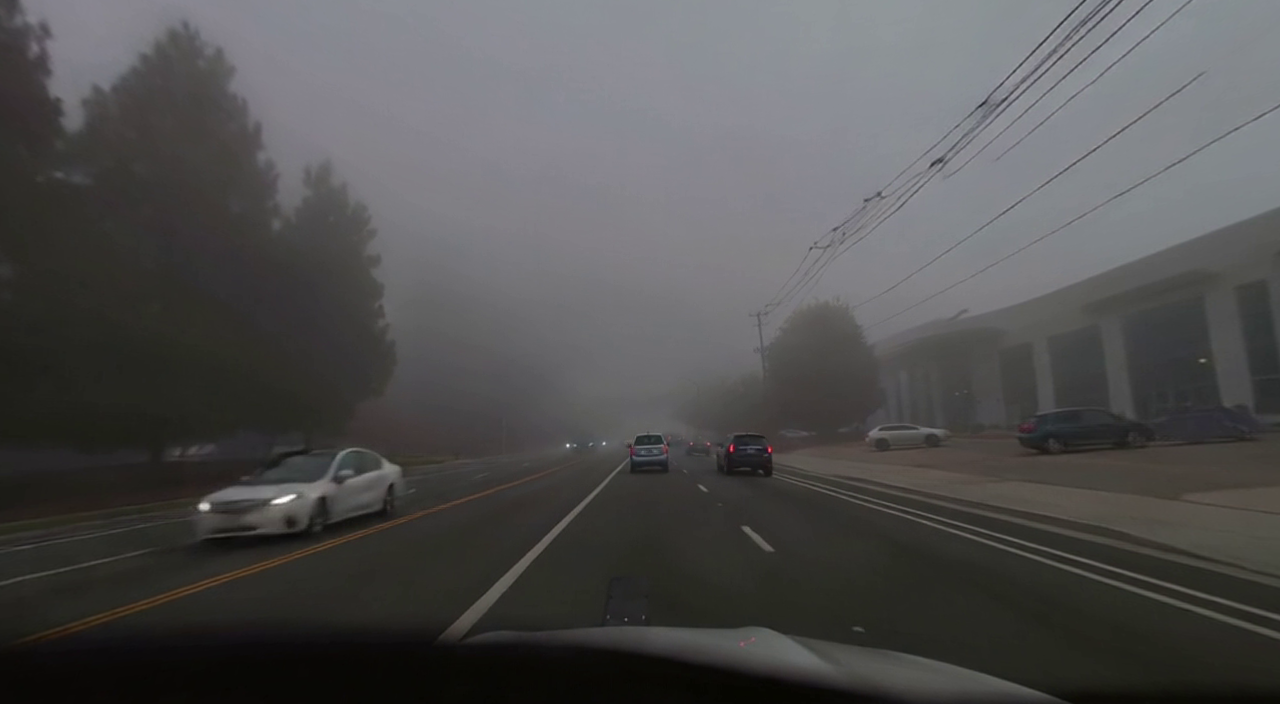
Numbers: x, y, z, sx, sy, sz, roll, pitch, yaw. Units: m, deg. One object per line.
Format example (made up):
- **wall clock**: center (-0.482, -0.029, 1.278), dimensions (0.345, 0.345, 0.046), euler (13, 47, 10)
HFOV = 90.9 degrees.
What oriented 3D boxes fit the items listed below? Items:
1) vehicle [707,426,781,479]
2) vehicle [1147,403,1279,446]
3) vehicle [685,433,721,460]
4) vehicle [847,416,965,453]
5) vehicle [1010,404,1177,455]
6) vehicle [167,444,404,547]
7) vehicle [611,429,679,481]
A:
- **vehicle**: center (3.588, 3.559, 22.465), dimensions (1.914, 1.698, 4.049), euler (0, -8, 0)
- **vehicle**: center (21.656, 2.657, 22.983), dimensions (4.641, 1.477, 1.844), euler (-1, -8, 0)
- **vehicle**: center (4.225, 6.383, 42.830), dimensions (2.024, 1.711, 4.512), euler (0, -8, 0)
- **vehicle**: center (15.225, 4.749, 36.199), dimensions (5.731, 1.720, 2.822), euler (-8, -10, 31)
- **vehicle**: center (16.012, 2.766, 22.430), dimensions (4.392, 1.709, 2.002), euler (0, -8, -2)
- **vehicle**: center (-6.263, 2.525, 11.880), dimensions (1.947, 1.541, 4.280), euler (0, -8, 0)
- **vehicle**: center (0.186, 3.625, 22.347), dimensions (2.200, 1.653, 4.127), euler (0, -8, 1)
